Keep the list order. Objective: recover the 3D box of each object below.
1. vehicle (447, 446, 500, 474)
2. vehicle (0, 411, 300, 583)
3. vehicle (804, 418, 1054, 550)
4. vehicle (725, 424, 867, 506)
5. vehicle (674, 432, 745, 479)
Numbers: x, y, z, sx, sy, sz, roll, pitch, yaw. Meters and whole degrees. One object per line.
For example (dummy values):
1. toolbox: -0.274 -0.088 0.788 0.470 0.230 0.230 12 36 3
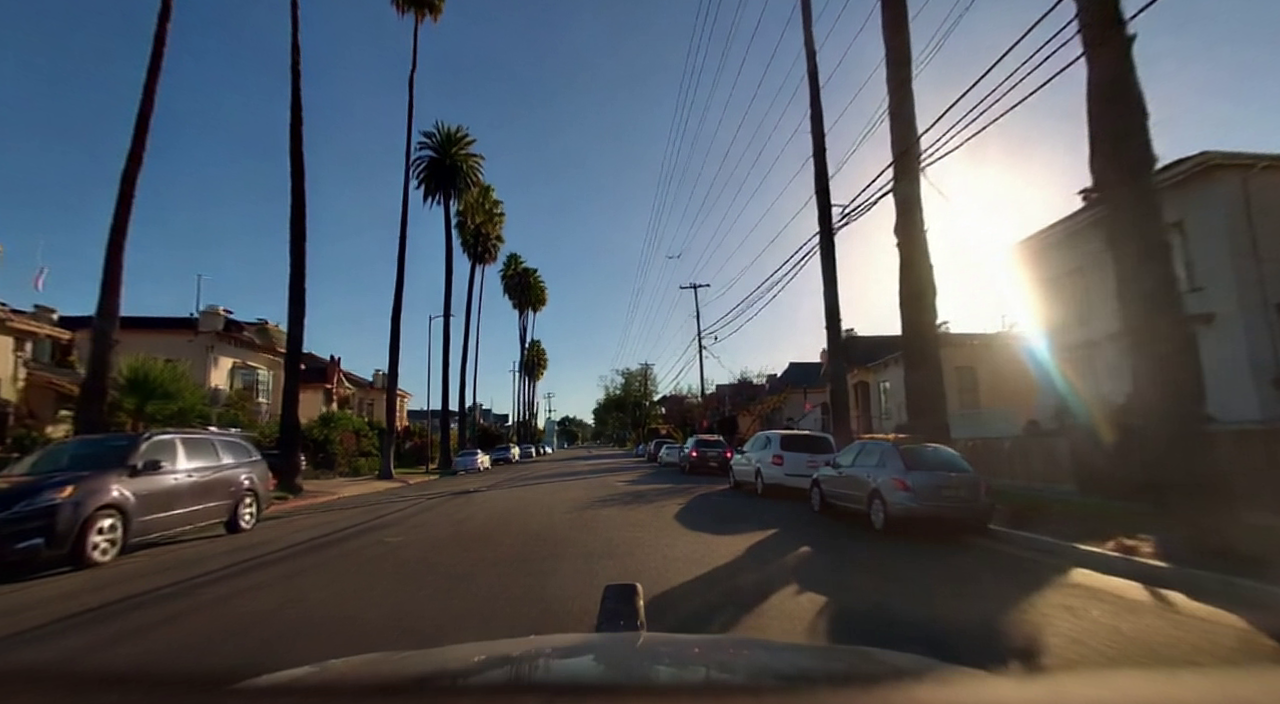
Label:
1. vehicle: -9.684 6.267 37.071 2.013 1.483 4.645 0 -8 -3
2. vehicle: -7.963 2.055 10.114 2.300 1.943 5.744 1 -8 -5
3. vehicle: 4.268 1.988 10.290 1.894 1.675 4.294 0 -8 -2
4. vehicle: 3.712 2.772 16.052 1.922 1.761 4.633 1 -8 -7
5. vehicle: 2.863 4.395 27.257 2.115 1.826 4.871 1 -8 -5
